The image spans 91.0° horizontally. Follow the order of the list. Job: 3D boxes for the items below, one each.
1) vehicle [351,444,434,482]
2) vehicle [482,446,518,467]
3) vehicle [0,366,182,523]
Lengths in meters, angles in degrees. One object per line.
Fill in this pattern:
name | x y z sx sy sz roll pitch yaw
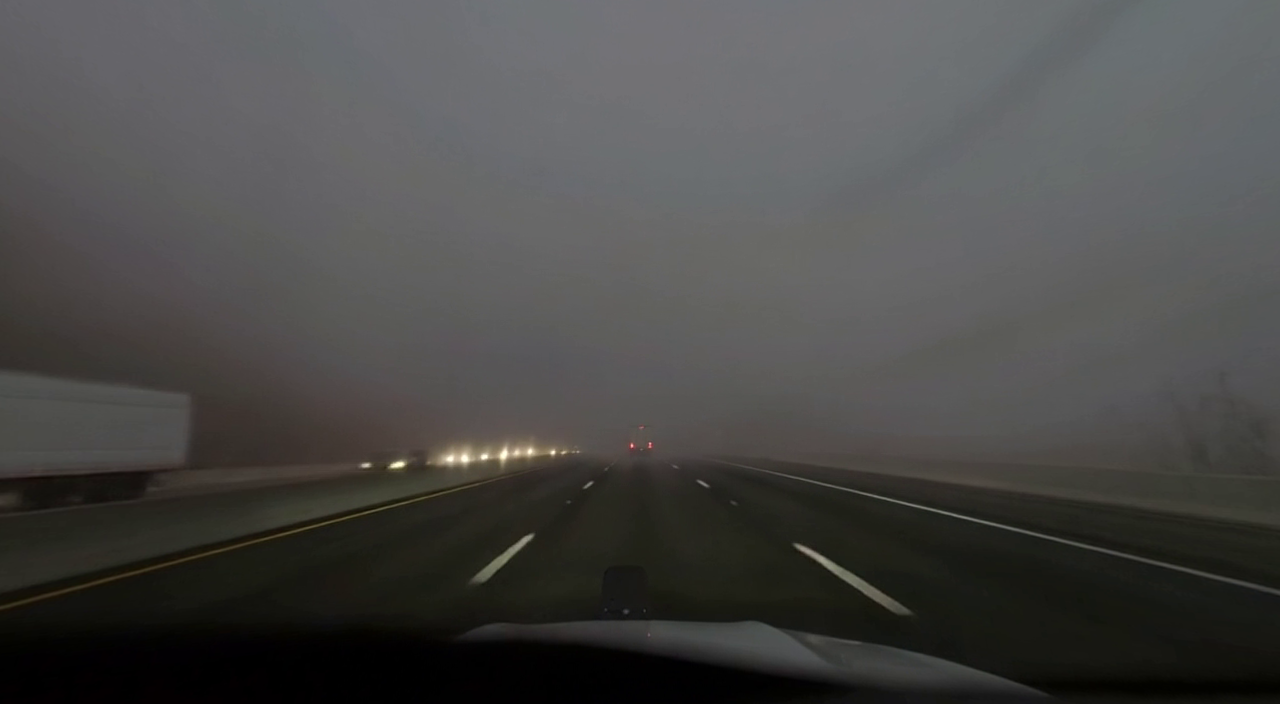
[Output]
vehicle | -10.855 4.882 27.930 1.887 1.524 4.275 0 -8 1
vehicle | -10.679 7.979 48.201 1.821 1.477 3.939 0 -8 0
vehicle | -18.463 2.342 15.910 3.341 4.076 13.934 0 -8 -1
